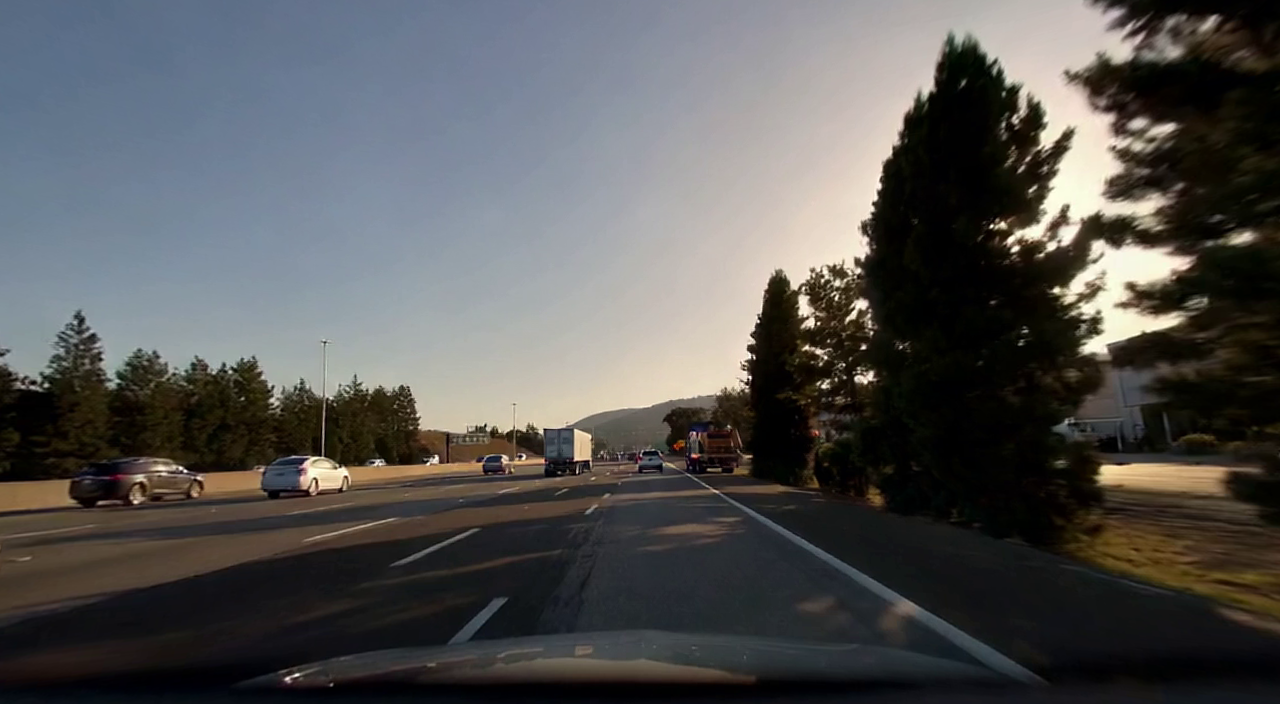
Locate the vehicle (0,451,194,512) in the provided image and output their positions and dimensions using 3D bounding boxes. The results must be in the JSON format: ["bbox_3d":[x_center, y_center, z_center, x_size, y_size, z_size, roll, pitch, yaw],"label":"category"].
[{"bbox_3d":[-16.450,3.884,19.416,1.885,1.591,4.599,-1,-9,3],"label":"vehicle"}]

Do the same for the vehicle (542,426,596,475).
[{"bbox_3d":[-5.335,7.570,48.860,2.796,3.426,8.553,-1,-8,2],"label":"vehicle"}]

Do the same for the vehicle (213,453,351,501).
[{"bbox_3d":[-12.589,4.392,22.633,1.928,1.480,4.823,-1,-8,3],"label":"vehicle"}]

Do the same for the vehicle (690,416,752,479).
[{"bbox_3d":[5.519,6.965,45.412,2.801,3.732,11.836,-4,-9,0],"label":"vehicle"}]

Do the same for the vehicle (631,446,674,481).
[{"bbox_3d":[0.692,6.157,35.247,2.227,1.794,4.646,0,-8,1],"label":"vehicle"}]

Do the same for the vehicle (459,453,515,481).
[{"bbox_3d":[-8.976,6.755,37.428,1.929,1.477,4.746,-1,-9,3],"label":"vehicle"}]
